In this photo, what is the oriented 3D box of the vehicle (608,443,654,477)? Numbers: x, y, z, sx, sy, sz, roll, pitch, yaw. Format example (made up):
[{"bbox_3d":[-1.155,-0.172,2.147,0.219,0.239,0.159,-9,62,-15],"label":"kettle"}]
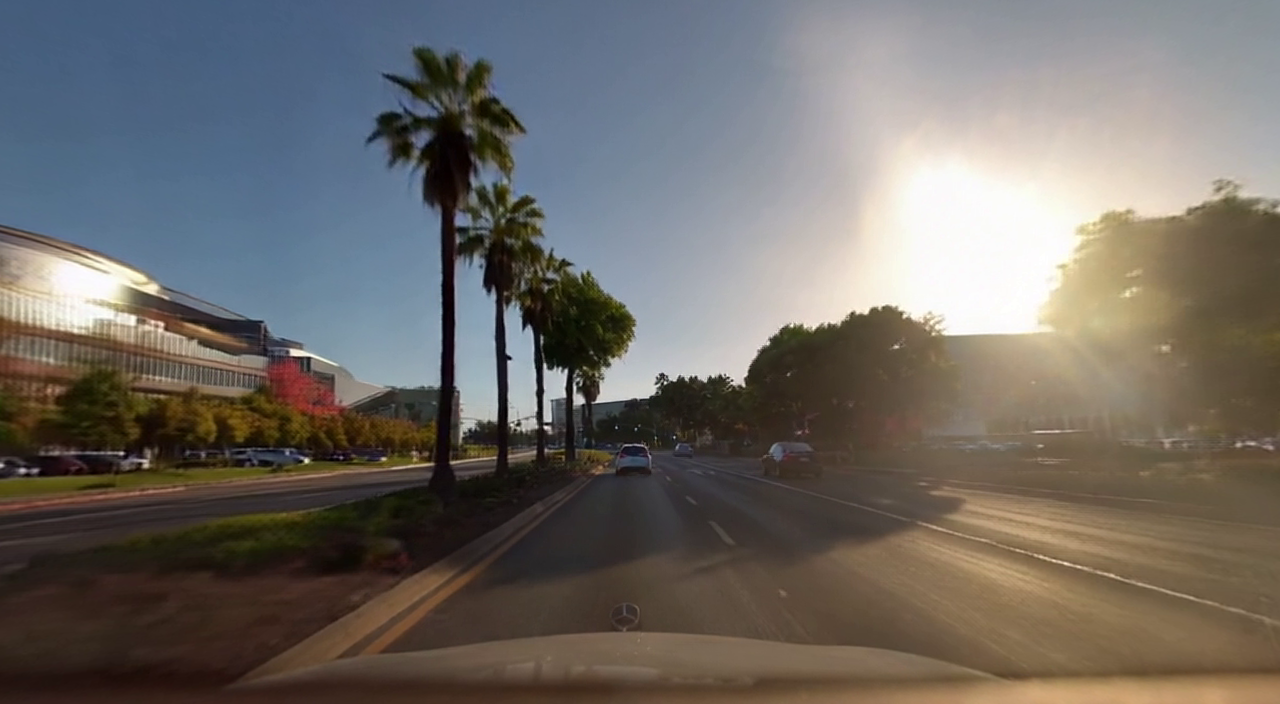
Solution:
[{"bbox_3d":[-0.381,4.841,28.531,1.970,1.402,3.756,0,-8,0],"label":"vehicle"}]

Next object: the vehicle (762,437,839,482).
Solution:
[{"bbox_3d":[6.304,4.247,25.220,1.949,1.647,3.894,0,-8,-2],"label":"vehicle"}]
